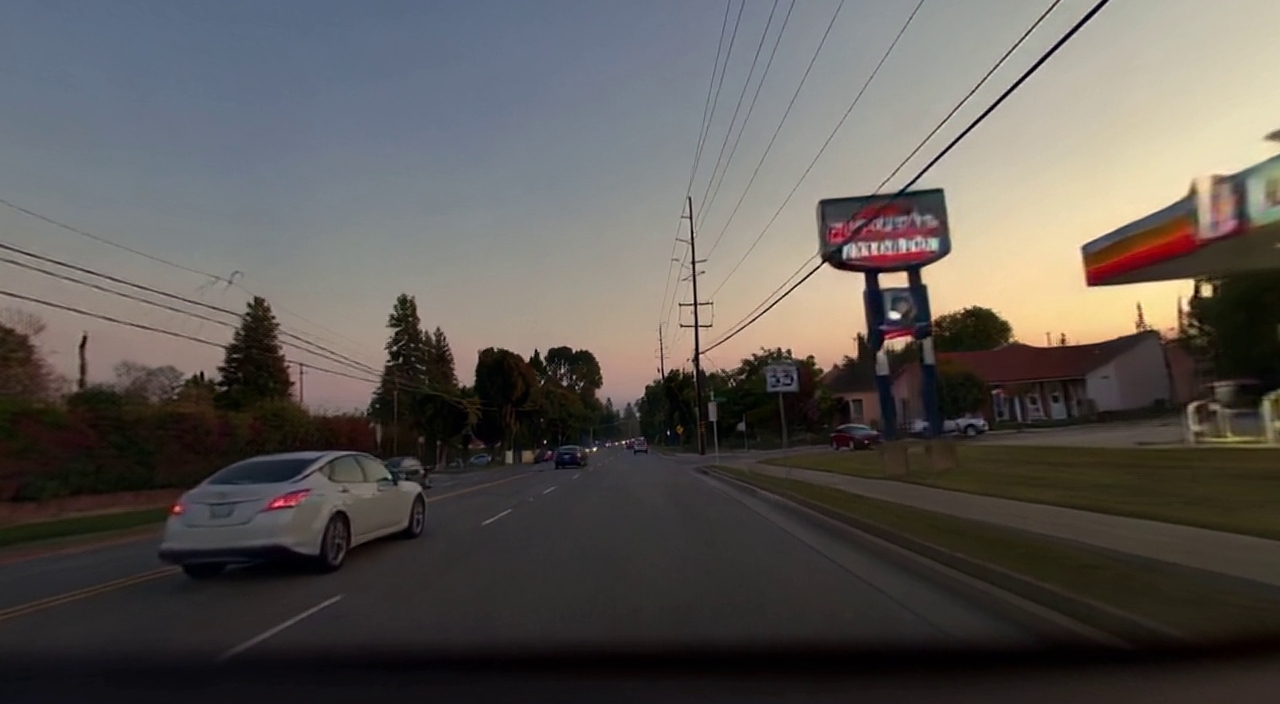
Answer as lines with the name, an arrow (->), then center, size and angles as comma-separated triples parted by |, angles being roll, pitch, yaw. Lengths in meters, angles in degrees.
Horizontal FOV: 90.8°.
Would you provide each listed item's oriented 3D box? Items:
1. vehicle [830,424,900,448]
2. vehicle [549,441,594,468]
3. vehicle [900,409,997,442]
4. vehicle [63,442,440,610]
vehicle -> 14.166, 5.332, 39.965 | 3.830, 1.474, 1.771 | -2, -8, 9
vehicle -> -3.807, 5.784, 35.852 | 1.943, 1.455, 4.414 | 0, -8, 1
vehicle -> 19.040, 4.588, 39.202 | 4.817, 1.919, 2.308 | -1, -8, 8
vehicle -> -4.103, 1.845, 7.818 | 1.704, 1.430, 4.587 | 0, -8, 1
